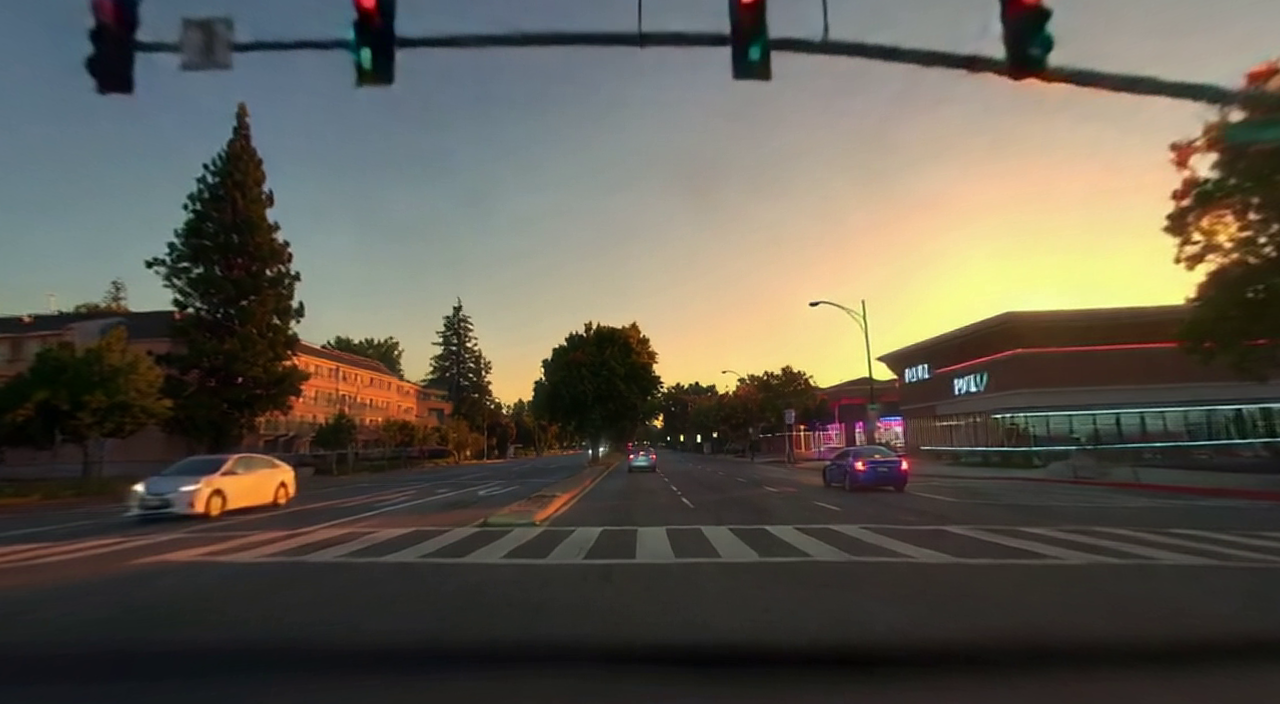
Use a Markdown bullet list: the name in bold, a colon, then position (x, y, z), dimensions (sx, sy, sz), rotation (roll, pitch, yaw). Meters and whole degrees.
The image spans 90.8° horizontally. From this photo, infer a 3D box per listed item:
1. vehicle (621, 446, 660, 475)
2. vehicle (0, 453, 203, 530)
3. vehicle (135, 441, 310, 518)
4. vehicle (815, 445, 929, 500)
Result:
- **vehicle**: position (-0.041, 5.927, 34.829), dimensions (2.027, 1.494, 3.942), rotation (0, -8, -1)
- **vehicle**: position (-14.560, 3.631, 17.117), dimensions (2.003, 1.696, 4.860), rotation (0, -8, -1)
- **vehicle**: position (-10.913, 3.315, 16.962), dimensions (1.911, 1.779, 4.067), rotation (0, -8, -1)
- **vehicle**: position (6.788, 3.529, 18.994), dimensions (1.849, 1.464, 4.119), rotation (0, -8, 0)
